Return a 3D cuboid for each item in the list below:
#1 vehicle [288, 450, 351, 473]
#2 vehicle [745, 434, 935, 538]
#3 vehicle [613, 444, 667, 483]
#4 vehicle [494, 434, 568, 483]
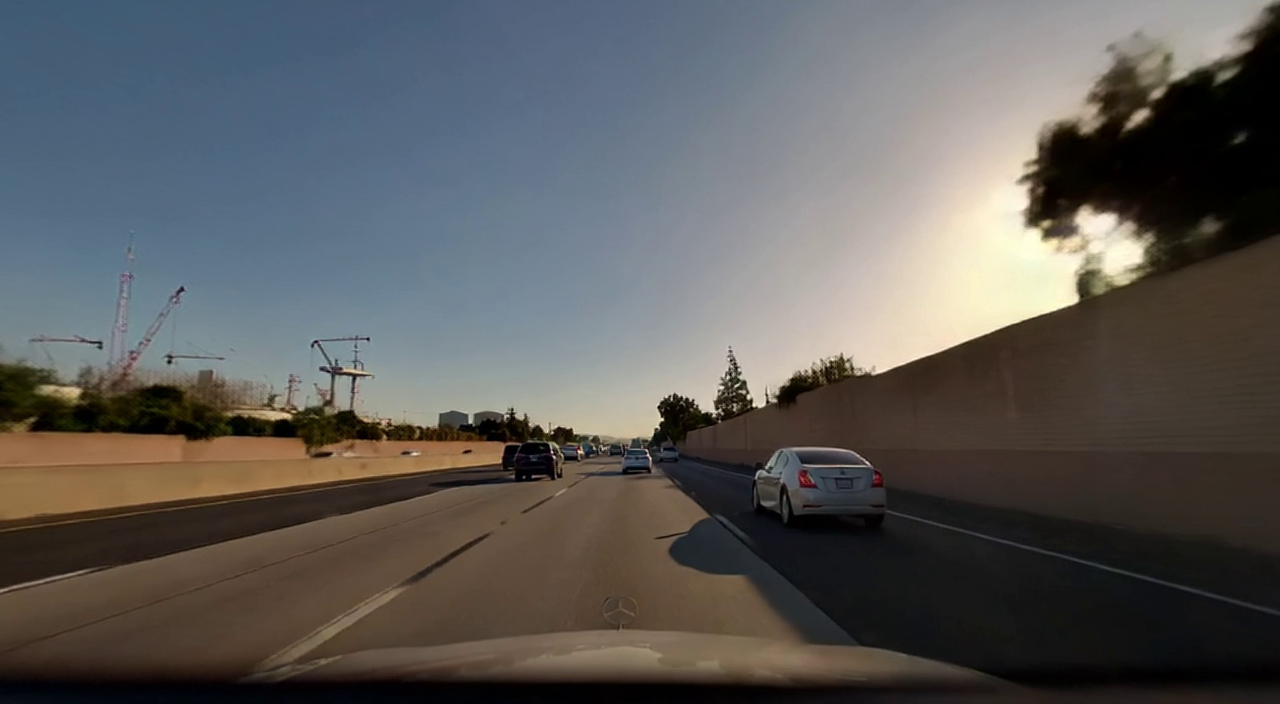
[{"bbox_3d":[-22.721,7.785,45.000,1.882,1.487,4.861,0,-8,0],"label":"vehicle"},{"bbox_3d":[3.316,2.296,11.586,1.917,1.507,4.540,0,-8,-1],"label":"vehicle"},{"bbox_3d":[-0.013,4.497,25.779,2.045,1.452,4.040,0,-8,-1],"label":"vehicle"},{"bbox_3d":[-4.237,4.238,25.388,2.121,1.775,4.335,0,-8,1],"label":"vehicle"}]
